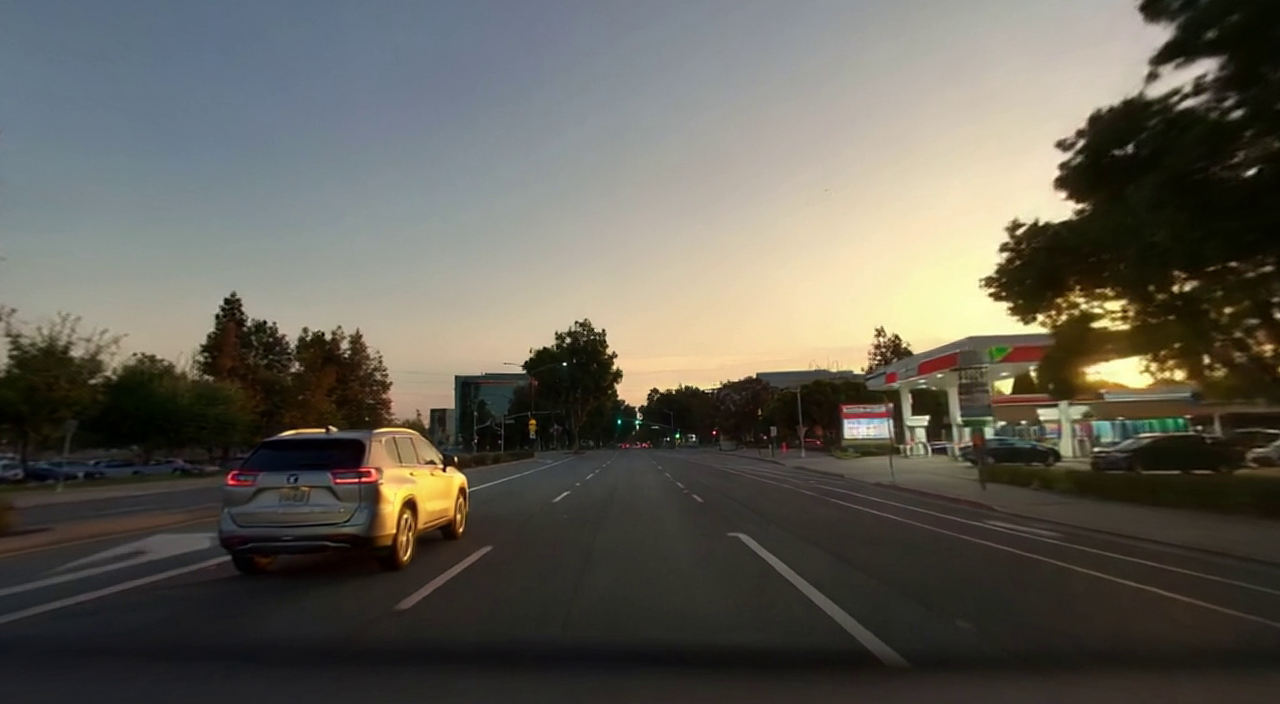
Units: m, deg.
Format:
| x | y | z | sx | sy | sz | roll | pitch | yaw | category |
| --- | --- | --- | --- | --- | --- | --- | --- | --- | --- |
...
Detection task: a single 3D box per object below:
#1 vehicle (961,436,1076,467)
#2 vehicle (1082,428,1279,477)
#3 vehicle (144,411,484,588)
| x | y | z | sx | sy | sz | roll | pitch | yaw | category |
| --- | --- | --- | --- | --- | --- | --- | --- | --- | --- |
| 18.458 | 4.882 | 30.836 | 4.398 | 1.457 | 1.806 | 0 | -9 | 1 | vehicle |
| 17.543 | 3.268 | 20.529 | 4.671 | 1.466 | 1.937 | 0 | -9 | 5 | vehicle |
| -3.676 | 1.751 | 8.375 | 2.039 | 1.656 | 4.710 | 0 | -9 | -1 | vehicle |
